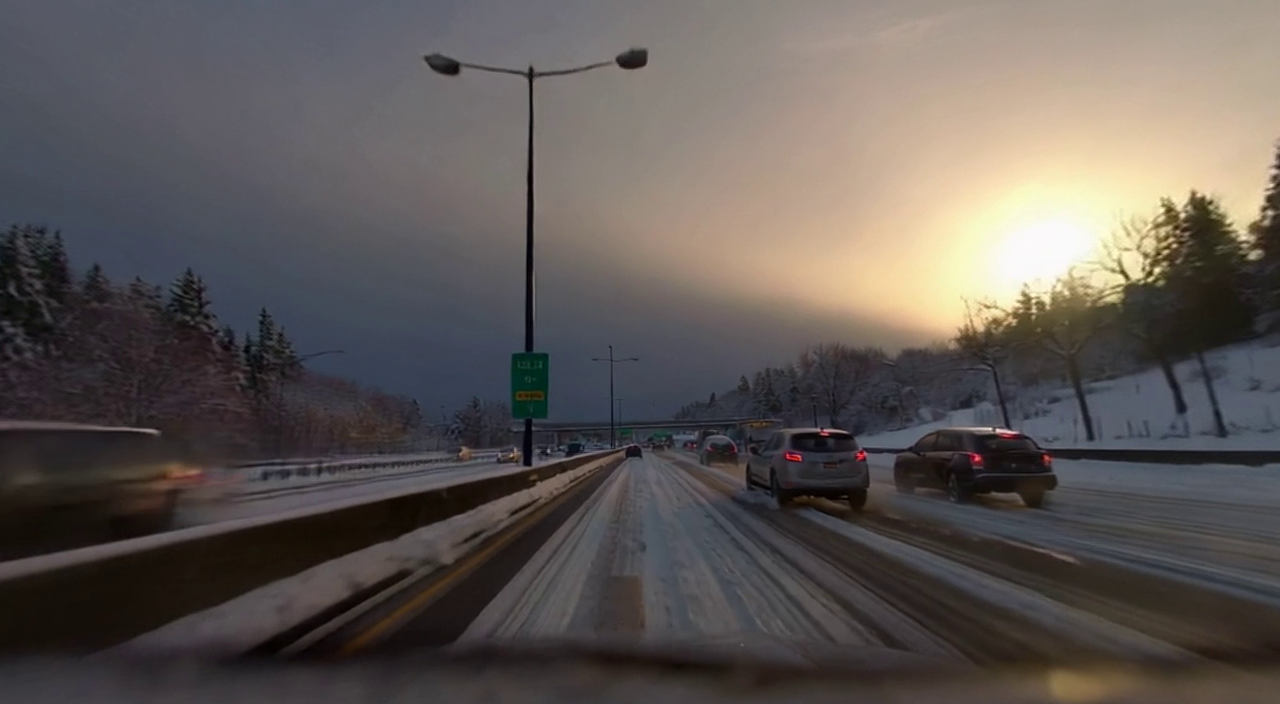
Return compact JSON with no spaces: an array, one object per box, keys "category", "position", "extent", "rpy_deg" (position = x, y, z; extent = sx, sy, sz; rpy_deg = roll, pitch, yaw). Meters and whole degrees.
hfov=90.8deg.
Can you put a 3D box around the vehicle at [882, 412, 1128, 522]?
[{"category":"vehicle","position":[7.006,2.282,12.998],"extent":[2.040,1.801,4.959],"rpy_deg":[0,-9,0]}]

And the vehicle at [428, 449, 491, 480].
[{"category":"vehicle","position":[-9.319,5.846,32.992],"extent":[1.950,1.464,4.309],"rpy_deg":[0,-9,1]}]

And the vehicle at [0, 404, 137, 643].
[{"category":"vehicle","position":[-5.522,1.015,3.200],"extent":[2.184,1.638,4.522],"rpy_deg":[0,-9,0]}]

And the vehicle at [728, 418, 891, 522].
[{"category":"vehicle","position":[3.135,2.298,12.738],"extent":[2.059,1.711,4.302],"rpy_deg":[0,-9,0]}]

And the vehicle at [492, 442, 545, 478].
[{"category":"vehicle","position":[-5.794,5.174,30.604],"extent":[1.827,1.619,3.866],"rpy_deg":[0,-9,-1]}]
